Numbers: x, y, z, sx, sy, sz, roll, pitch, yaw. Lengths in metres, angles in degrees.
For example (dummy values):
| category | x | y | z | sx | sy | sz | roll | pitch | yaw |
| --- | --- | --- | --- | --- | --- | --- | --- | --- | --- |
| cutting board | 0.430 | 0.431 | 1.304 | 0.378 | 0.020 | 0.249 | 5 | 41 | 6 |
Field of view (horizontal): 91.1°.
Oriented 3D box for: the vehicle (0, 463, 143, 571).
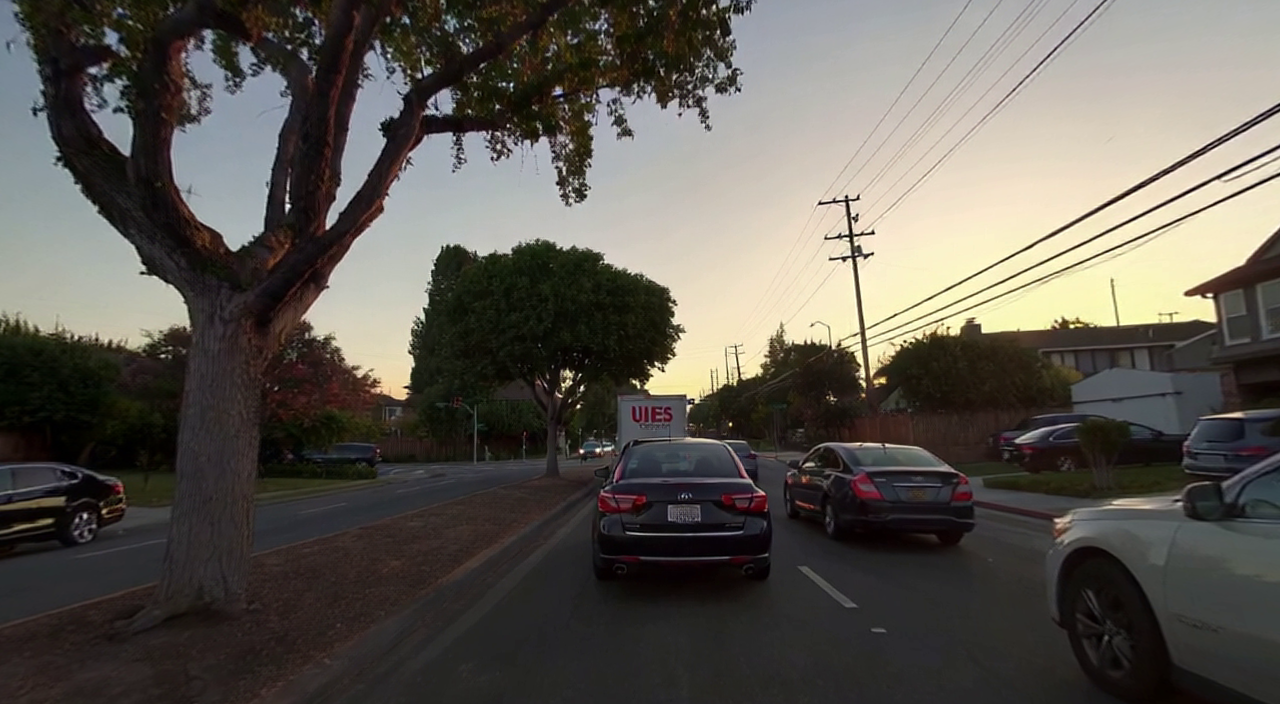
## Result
| category | x | y | z | sx | sy | sz | roll | pitch | yaw |
| --- | --- | --- | --- | --- | --- | --- | --- | --- | --- |
| vehicle | -10.344 | 2.482 | 9.376 | 1.925 | 1.482 | 4.753 | 0 | -8 | 1 |

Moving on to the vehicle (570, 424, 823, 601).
| category | x | y | z | sx | sy | sz | roll | pitch | yaw |
| --- | --- | --- | --- | --- | --- | --- | --- | --- | --- |
| vehicle | 0.483 | 1.705 | 7.629 | 2.158 | 1.499 | 4.377 | 0 | -8 | 0 |

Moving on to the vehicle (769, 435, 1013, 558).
| category | x | y | z | sx | sy | sz | roll | pitch | yaw |
| --- | --- | --- | --- | --- | --- | --- | --- | --- | --- |
| vehicle | 3.520 | 2.093 | 9.921 | 1.993 | 1.479 | 4.487 | 0 | -8 | 0 |

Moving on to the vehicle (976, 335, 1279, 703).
| category | x | y | z | sx | sy | sz | roll | pitch | yaw |
| --- | --- | --- | --- | --- | --- | --- | --- | --- | --- |
| vehicle | 3.313 | 0.747 | 1.836 | 2.069 | 1.722 | 4.888 | 0 | -8 | 2 |

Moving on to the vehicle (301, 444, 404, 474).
| category | x | y | z | sx | sy | sz | roll | pitch | yaw |
| --- | --- | --- | --- | --- | --- | --- | --- | --- | --- |
| vehicle | -17.422 | 6.484 | 38.189 | 5.274 | 1.793 | 1.921 | 0 | -8 | 2 |
